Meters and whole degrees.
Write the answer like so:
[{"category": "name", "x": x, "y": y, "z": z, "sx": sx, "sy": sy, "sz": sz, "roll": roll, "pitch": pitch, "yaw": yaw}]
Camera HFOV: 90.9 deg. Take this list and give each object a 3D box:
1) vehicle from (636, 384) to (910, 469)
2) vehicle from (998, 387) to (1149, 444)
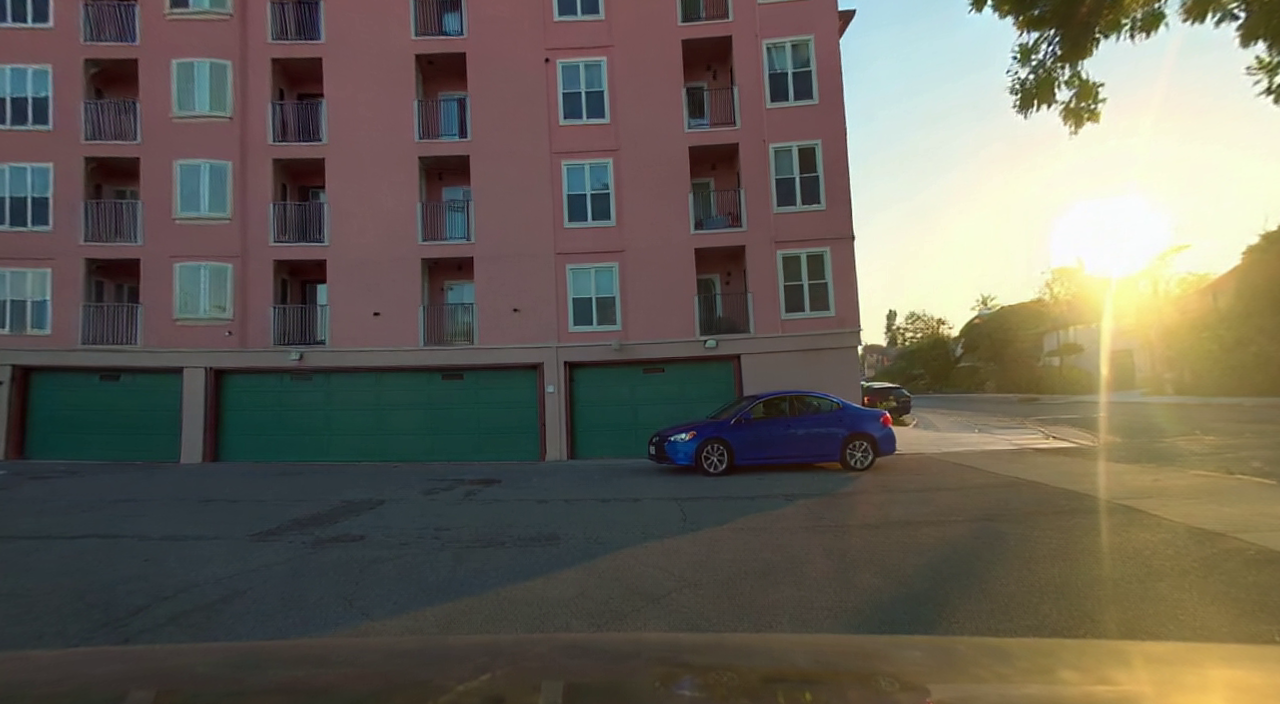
[{"category": "vehicle", "x": 2.282, "y": 1.414, "z": 11.835, "sx": 4.697, "sy": 1.444, "sz": 1.825, "roll": 0, "pitch": -8, "yaw": -1}, {"category": "vehicle", "x": 15.582, "y": 2.312, "z": 22.831, "sx": 3.905, "sy": 1.475, "sz": 2.057, "roll": -7, "pitch": -7, "yaw": -4}]
